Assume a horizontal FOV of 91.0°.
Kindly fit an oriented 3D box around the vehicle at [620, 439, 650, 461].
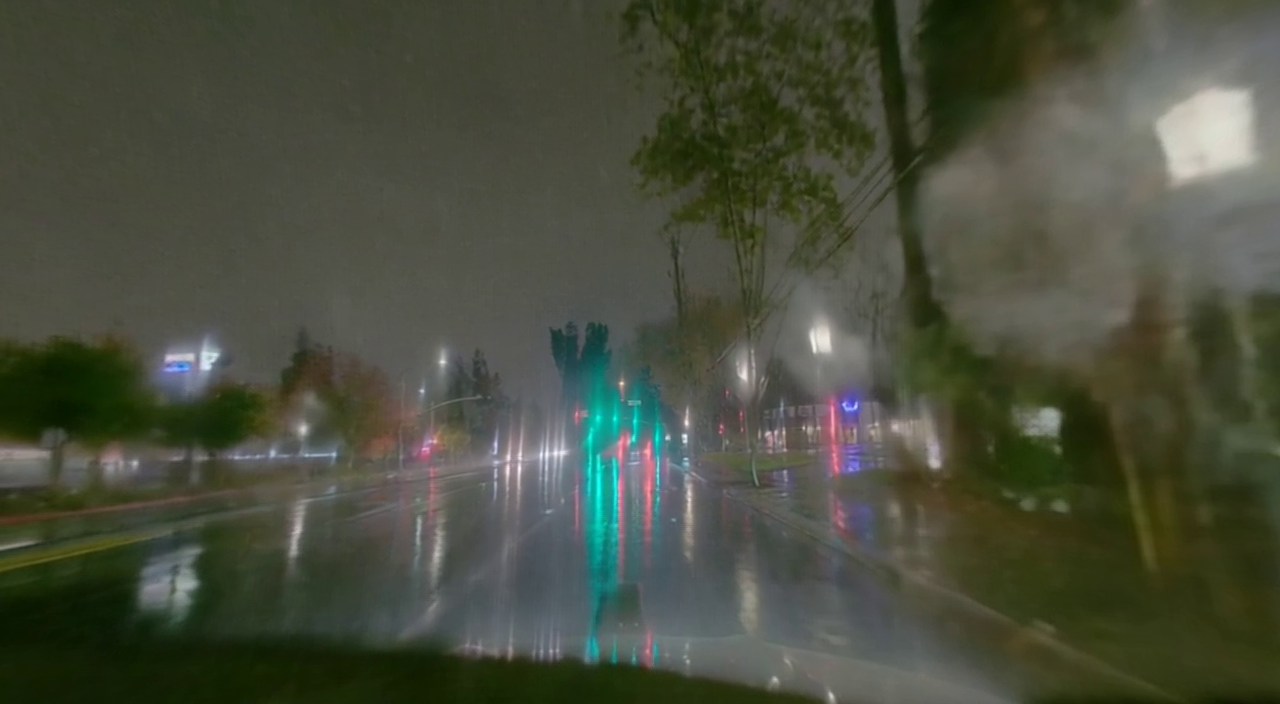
[{"bbox_3d":[-0.361,7.567,48.880,2.191,1.607,4.361,0,-9,1],"label":"vehicle"}]
